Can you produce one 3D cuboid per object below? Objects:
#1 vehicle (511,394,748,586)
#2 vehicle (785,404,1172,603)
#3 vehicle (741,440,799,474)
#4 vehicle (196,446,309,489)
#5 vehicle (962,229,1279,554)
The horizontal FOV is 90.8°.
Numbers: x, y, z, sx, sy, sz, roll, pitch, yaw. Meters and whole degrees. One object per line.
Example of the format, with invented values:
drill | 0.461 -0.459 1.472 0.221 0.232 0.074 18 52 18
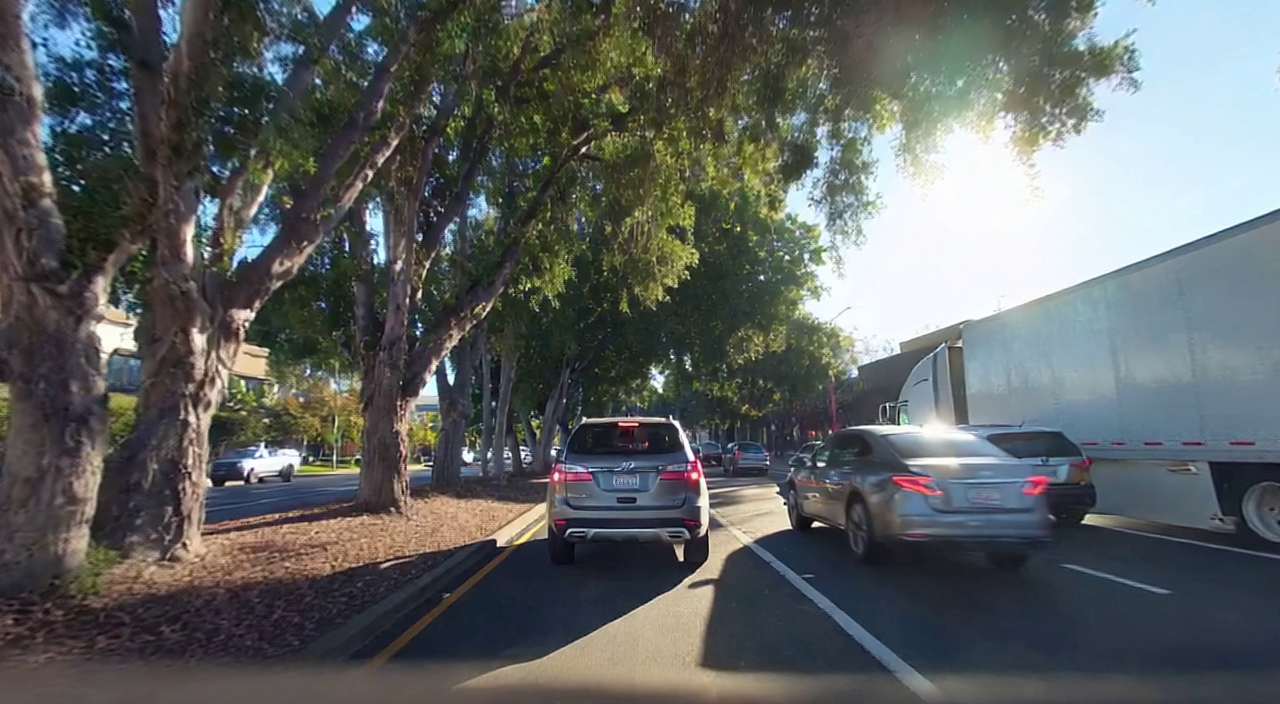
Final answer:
vehicle | -0.115 1.673 8.412 2.320 1.880 4.192 0 -9 0
vehicle | 3.358 1.607 7.616 2.123 1.648 4.547 0 -9 0
vehicle | 6.312 5.126 31.102 1.914 1.523 4.287 0 -9 0
vehicle | -19.340 5.746 31.904 2.302 1.939 5.221 0 -9 0
vehicle | 9.990 0.414 7.705 2.879 4.284 17.334 0 -9 -1
